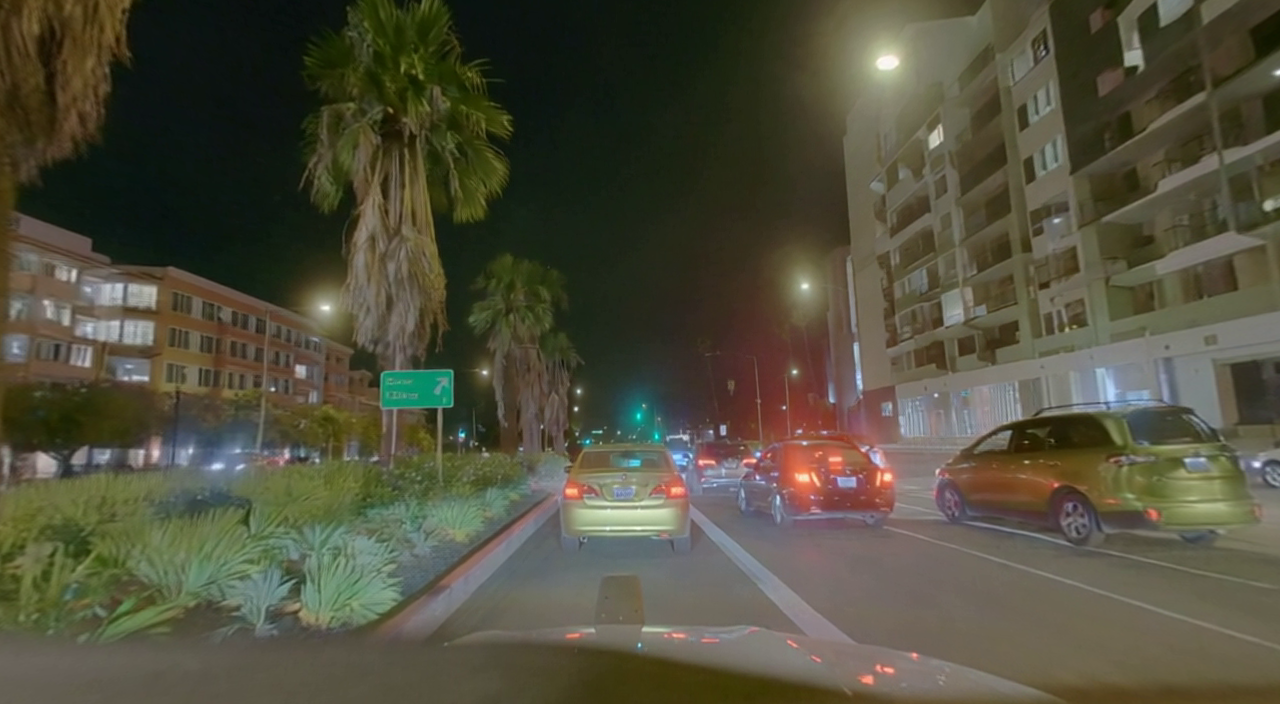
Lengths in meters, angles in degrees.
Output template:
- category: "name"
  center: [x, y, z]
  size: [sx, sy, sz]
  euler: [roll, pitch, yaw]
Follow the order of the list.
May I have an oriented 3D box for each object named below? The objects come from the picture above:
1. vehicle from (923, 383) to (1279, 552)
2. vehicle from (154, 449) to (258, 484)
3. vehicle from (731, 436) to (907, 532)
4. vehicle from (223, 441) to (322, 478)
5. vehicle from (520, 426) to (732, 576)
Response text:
- category: "vehicle"
  center: [7.193, 1.832, 10.643]
  size: [2.254, 2.072, 5.577]
  euler: [0, -8, 0]
- category: "vehicle"
  center: [-24.060, 6.319, 35.313]
  size: [2.055, 1.759, 5.200]
  euler: [0, -8, 0]
- category: "vehicle"
  center: [3.089, 2.362, 11.992]
  size: [1.925, 1.451, 4.436]
  euler: [0, -8, -2]
- category: "vehicle"
  center: [-20.516, 6.015, 35.638]
  size: [2.306, 1.880, 5.537]
  euler: [0, -8, -1]
- category: "vehicle"
  center: [-0.158, 1.813, 8.461]
  size: [2.158, 1.498, 3.919]
  euler: [0, -8, 0]
